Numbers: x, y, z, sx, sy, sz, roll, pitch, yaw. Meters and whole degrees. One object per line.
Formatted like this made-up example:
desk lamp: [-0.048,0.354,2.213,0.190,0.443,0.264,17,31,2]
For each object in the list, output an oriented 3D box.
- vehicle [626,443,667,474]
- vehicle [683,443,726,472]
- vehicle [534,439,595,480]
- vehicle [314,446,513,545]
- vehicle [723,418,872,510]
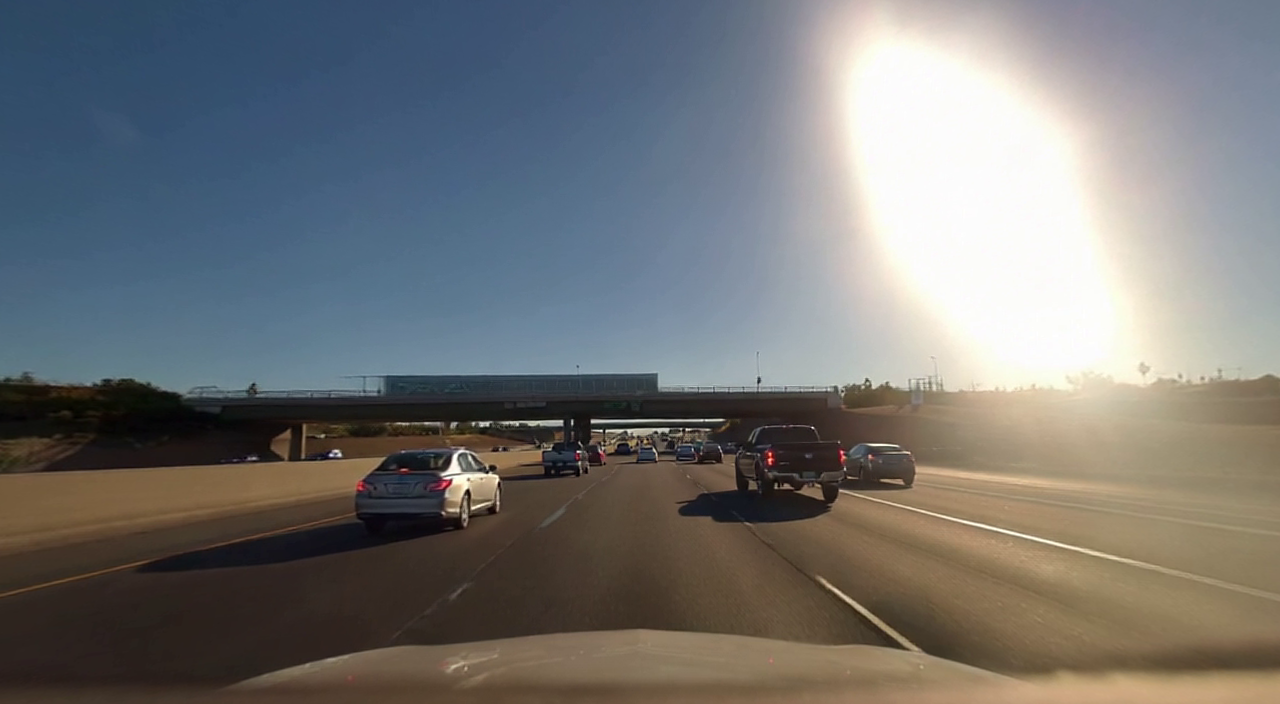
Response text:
vehicle: [0.359,5.878,34.920,2.147,1.572,4.094,0,-9,0]
vehicle: [3.950,6.535,39.174,2.145,1.636,4.437,0,-9,-1]
vehicle: [-3.497,5.088,30.148,2.176,1.783,4.799,0,-9,2]
vehicle: [-3.760,2.429,11.403,1.947,1.424,4.264,0,-9,1]
vehicle: [3.703,2.787,16.126,2.340,1.925,5.529,0,-9,-1]
